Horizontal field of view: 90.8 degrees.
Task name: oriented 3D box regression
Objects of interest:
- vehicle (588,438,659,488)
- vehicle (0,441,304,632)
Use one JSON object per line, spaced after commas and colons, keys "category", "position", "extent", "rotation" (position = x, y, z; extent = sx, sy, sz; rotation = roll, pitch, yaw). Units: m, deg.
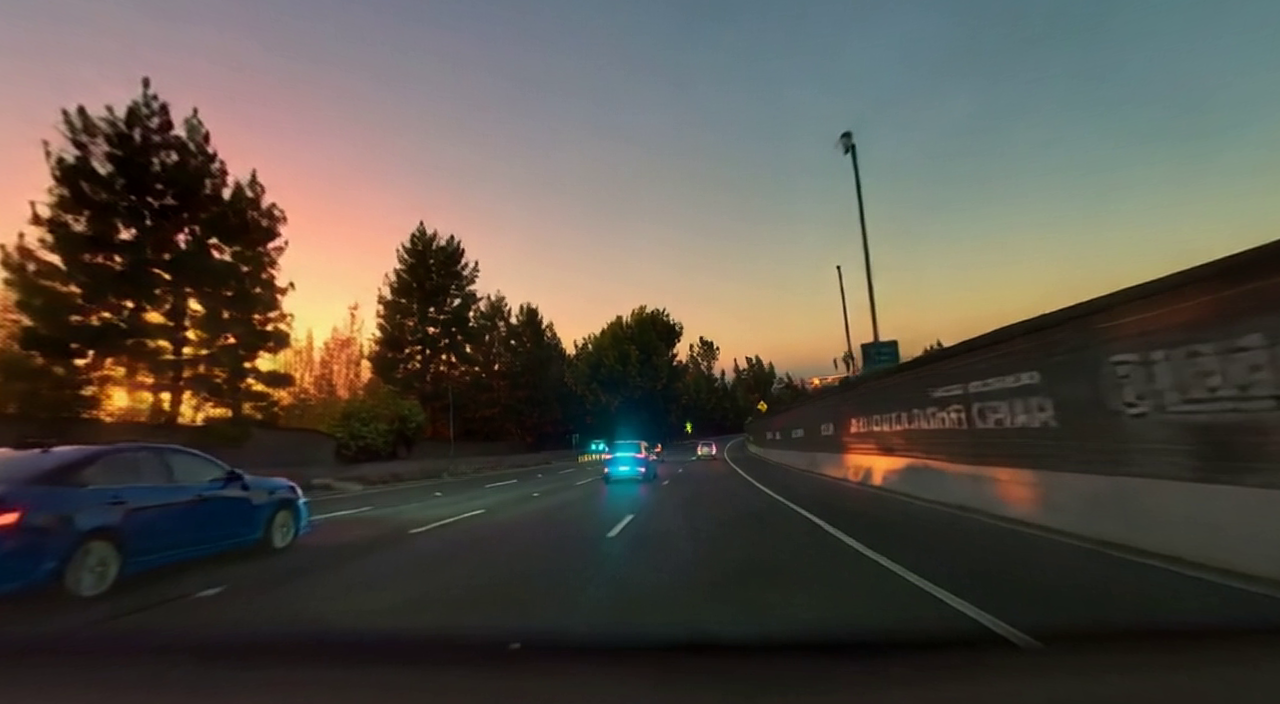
{"category": "vehicle", "position": [-0.475, 4.011, 23.202], "extent": [2.082, 1.638, 4.644], "rotation": [-1, -8, 5]}
{"category": "vehicle", "position": [-5.841, 1.650, 6.423], "extent": [1.981, 1.460, 4.792], "rotation": [0, -8, 4]}
